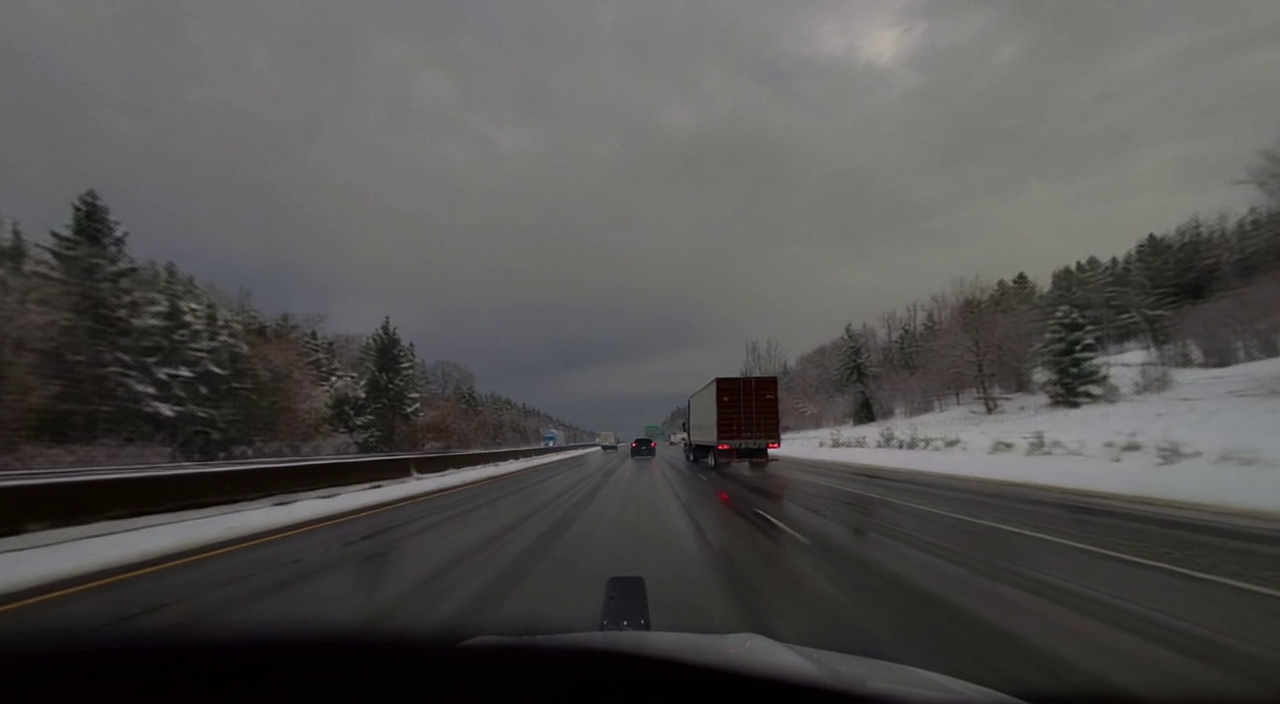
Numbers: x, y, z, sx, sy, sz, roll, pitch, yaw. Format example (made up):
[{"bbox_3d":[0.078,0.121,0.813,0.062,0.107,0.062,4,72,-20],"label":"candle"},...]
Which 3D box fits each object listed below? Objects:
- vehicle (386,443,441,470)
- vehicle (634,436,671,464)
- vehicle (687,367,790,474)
[{"bbox_3d":[-13.982,6.426,39.071,1.870,1.555,4.135,0,-8,0],"label":"vehicle"},{"bbox_3d":[0.730,6.034,38.965,2.139,1.607,4.034,0,-8,0],"label":"vehicle"},{"bbox_3d":[4.340,3.629,31.545,3.005,4.131,14.221,0,-8,0],"label":"vehicle"}]
